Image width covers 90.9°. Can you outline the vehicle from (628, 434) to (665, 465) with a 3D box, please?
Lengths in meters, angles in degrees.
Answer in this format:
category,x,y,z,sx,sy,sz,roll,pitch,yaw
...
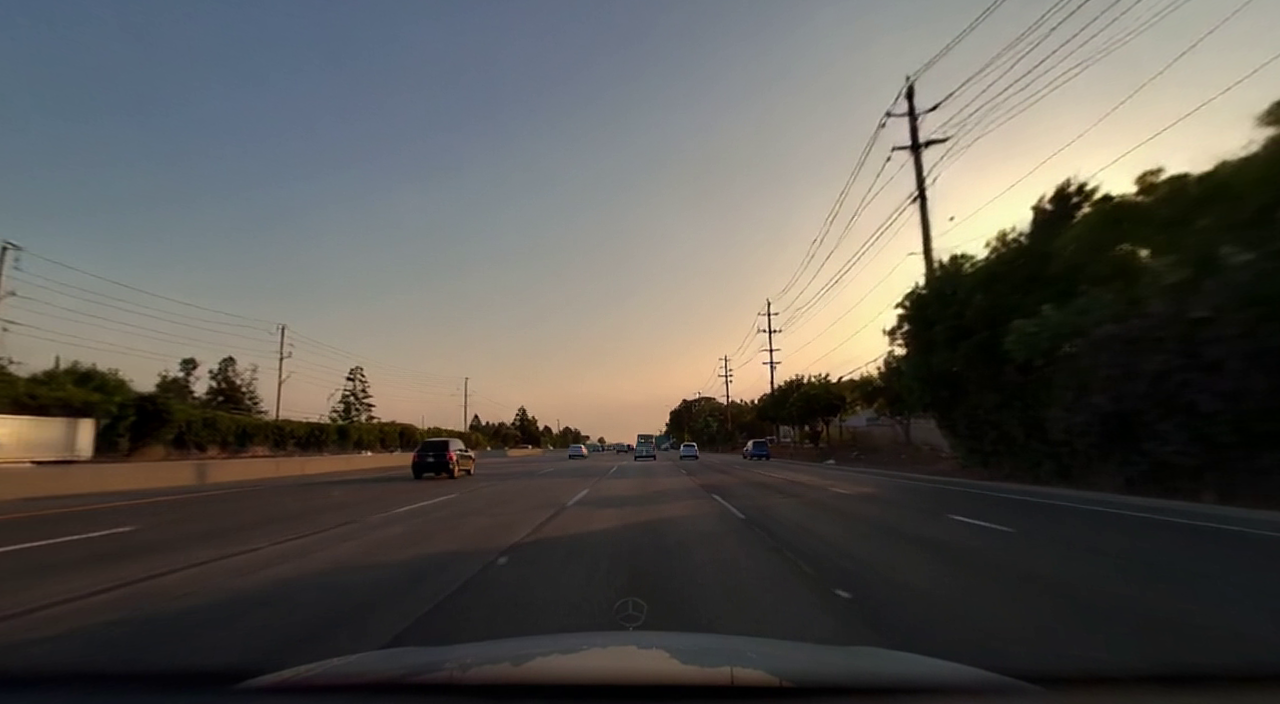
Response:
category,x,y,z,sx,sy,sz,roll,pitch,yaw
vehicle,0.425,7.358,47.841,2.622,2.208,5.320,0,-8,-1

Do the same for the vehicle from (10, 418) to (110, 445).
category,x,y,z,sx,sy,sz,roll,pitch,yaw
vehicle,-37.330,5.196,40.772,1.919,1.651,4.773,0,-8,0

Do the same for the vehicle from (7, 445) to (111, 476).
category,x,y,z,sx,sy,sz,roll,pitch,yaw
vehicle,-37.343,6.953,40.687,2.163,1.848,4.779,0,-8,-1

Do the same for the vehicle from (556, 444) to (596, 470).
category,x,y,z,sx,sy,sz,roll,pitch,yaw
vehicle,-3.788,6.304,38.082,1.979,1.469,4.378,0,-8,0

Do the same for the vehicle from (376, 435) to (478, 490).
category,x,y,z,sx,sy,sz,roll,pitch,yaw
vehicle,-7.349,3.832,22.279,2.007,1.732,4.395,0,-8,0

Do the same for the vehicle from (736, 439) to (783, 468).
category,x,y,z,sx,sy,sz,roll,pitch,yaw
vehicle,7.291,6.242,38.941,1.937,1.698,4.322,0,-8,-1
